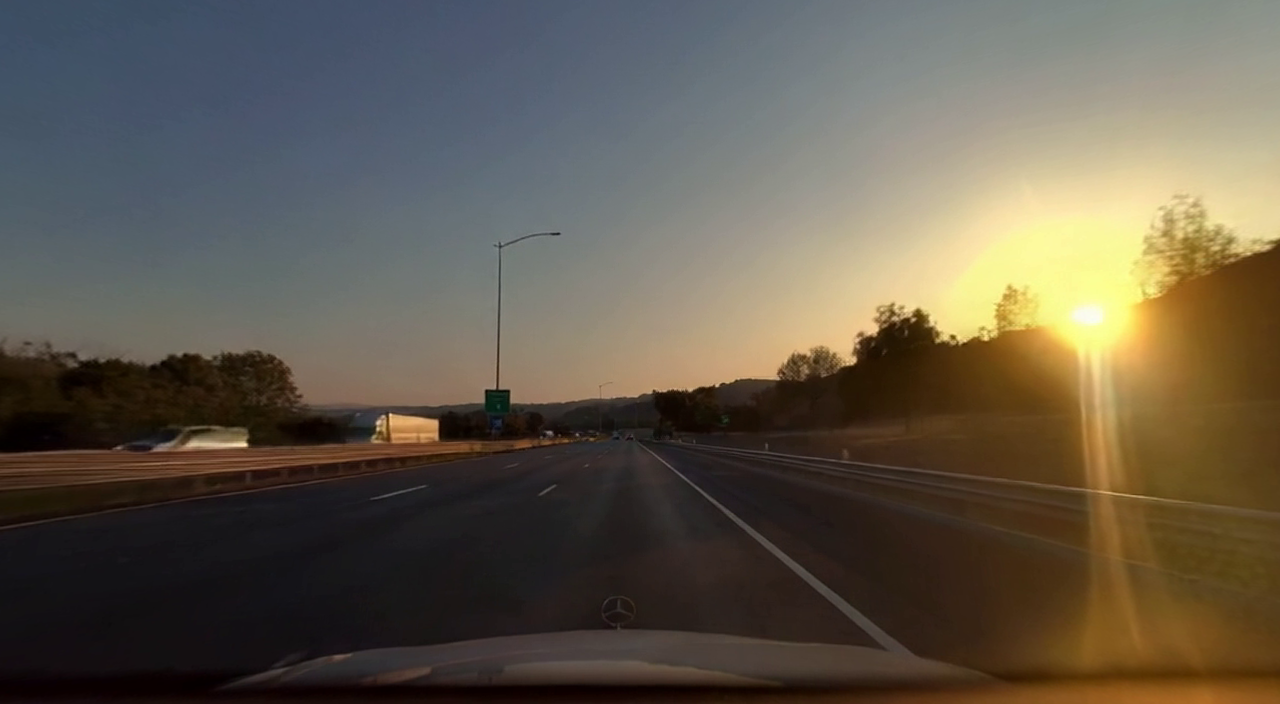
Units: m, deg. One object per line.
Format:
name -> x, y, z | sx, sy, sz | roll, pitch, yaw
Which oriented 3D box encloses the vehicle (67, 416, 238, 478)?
vehicle -> -19.343, 3.813, 25.454 | 2.254, 2.192, 5.787 | 0, -8, 0
